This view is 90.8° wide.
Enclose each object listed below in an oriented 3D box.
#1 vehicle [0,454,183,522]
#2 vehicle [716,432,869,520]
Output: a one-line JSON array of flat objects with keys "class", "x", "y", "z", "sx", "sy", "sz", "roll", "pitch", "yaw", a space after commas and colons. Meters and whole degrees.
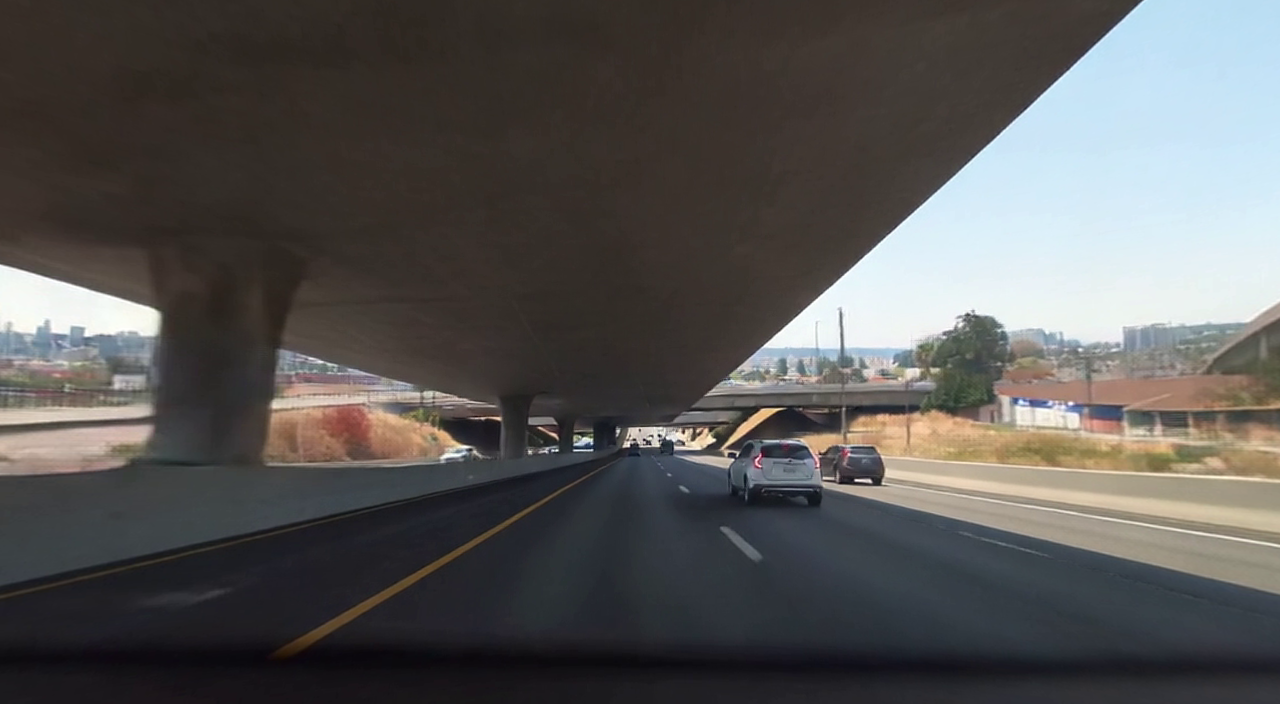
[{"class": "vehicle", "x": -15.018, "y": 3.503, "z": 16.872, "sx": 1.974, "sy": 1.491, "sz": 4.688, "roll": 0, "pitch": -8, "yaw": 2}, {"class": "vehicle", "x": 2.951, "y": 2.513, "z": 13.404, "sx": 1.982, "sy": 1.533, "sz": 4.612, "roll": 0, "pitch": -8, "yaw": -2}]
